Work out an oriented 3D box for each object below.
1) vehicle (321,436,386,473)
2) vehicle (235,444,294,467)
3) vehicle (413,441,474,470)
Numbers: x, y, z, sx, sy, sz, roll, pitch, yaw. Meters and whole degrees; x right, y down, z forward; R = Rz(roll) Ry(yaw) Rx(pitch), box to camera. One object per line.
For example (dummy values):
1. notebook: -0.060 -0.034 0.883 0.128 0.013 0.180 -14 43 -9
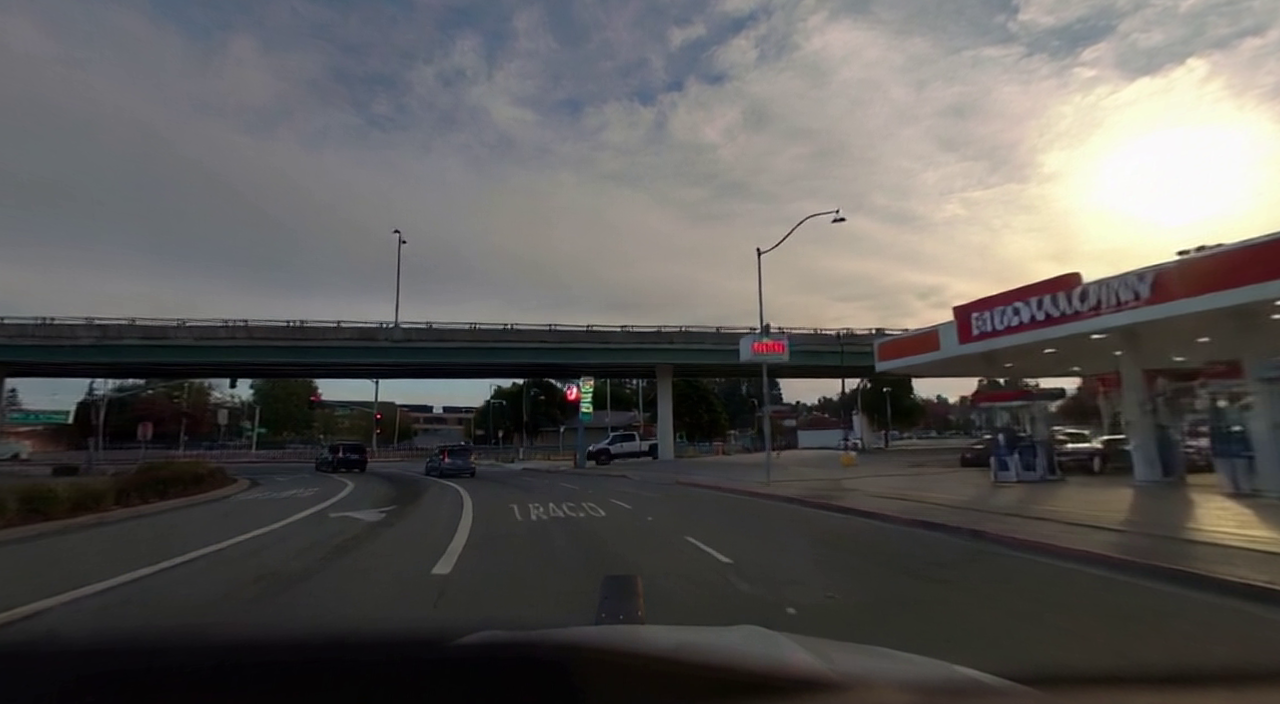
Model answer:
1. vehicle: -17.046 6.049 37.314 2.254 2.006 4.766 7 -11 -38
2. vehicle: -29.393 8.057 49.202 4.546 1.650 1.940 -5 -10 31
3. vehicle: -13.694 7.129 43.698 2.202 1.822 4.826 7 -11 -40
